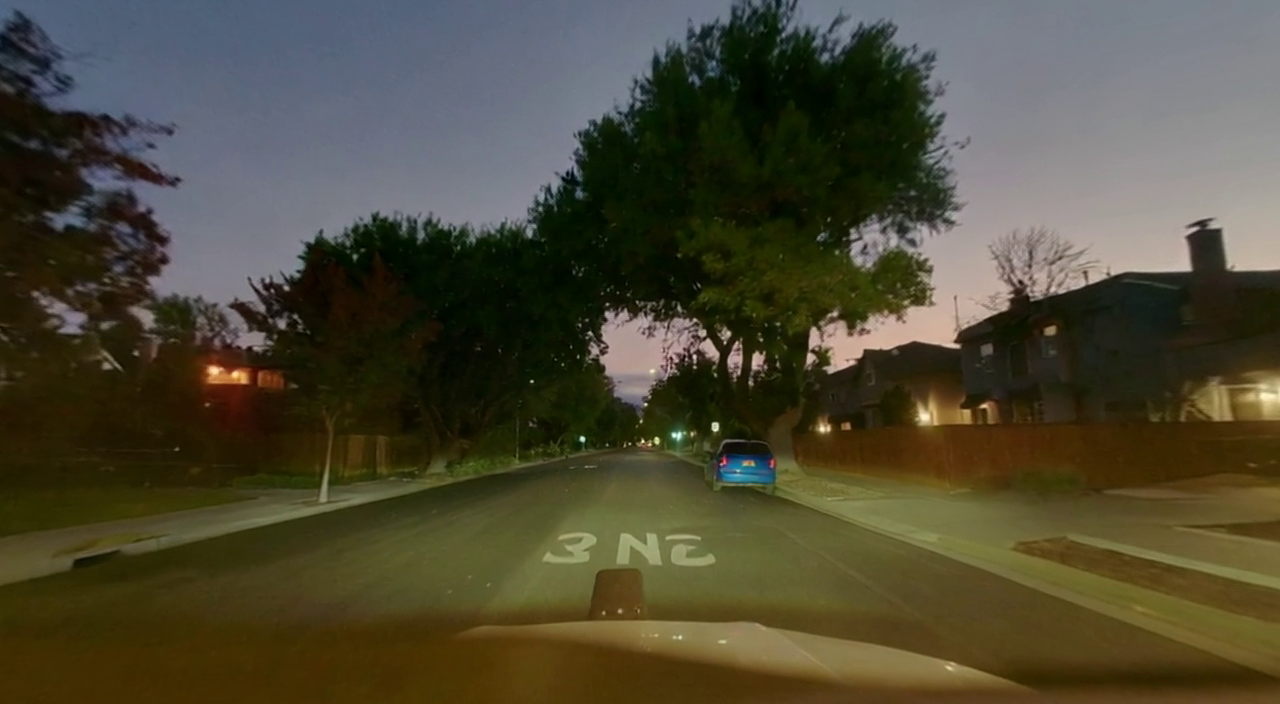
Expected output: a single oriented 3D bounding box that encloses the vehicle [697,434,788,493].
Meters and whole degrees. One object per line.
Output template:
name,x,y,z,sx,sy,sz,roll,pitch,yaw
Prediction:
vehicle,3.069,3.433,19.770,2.114,1.633,4.042,0,-8,-1
